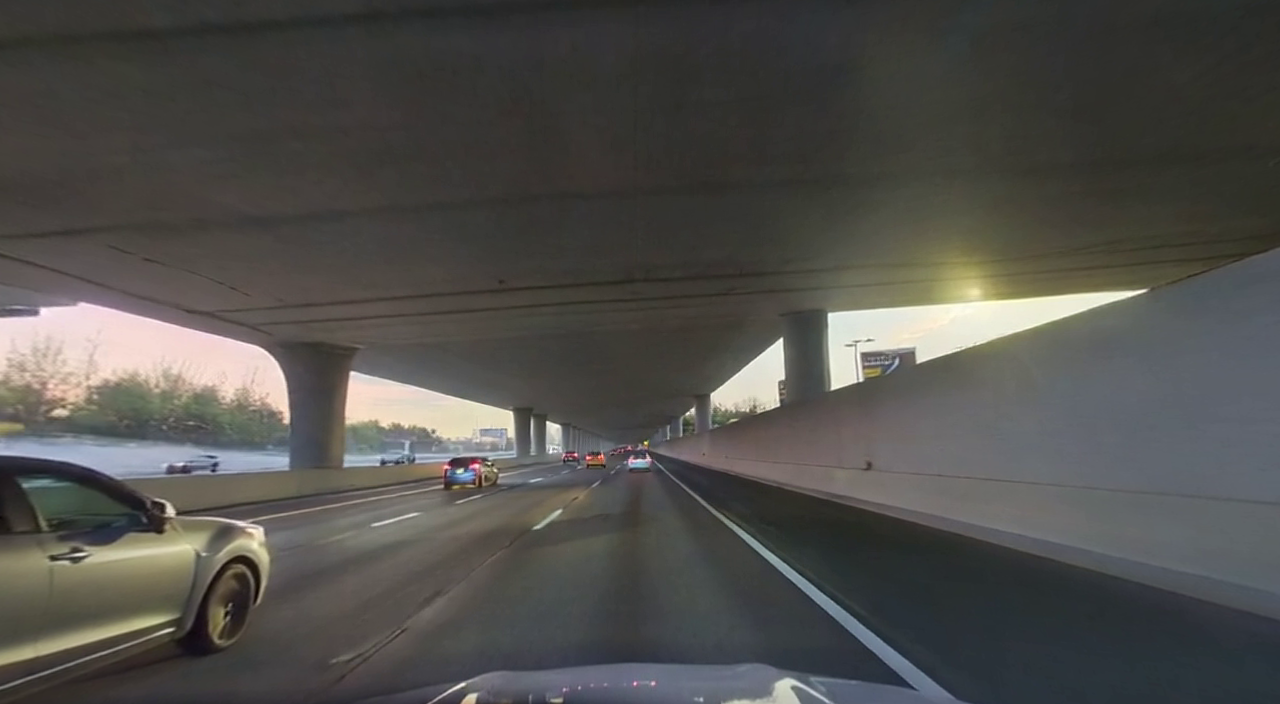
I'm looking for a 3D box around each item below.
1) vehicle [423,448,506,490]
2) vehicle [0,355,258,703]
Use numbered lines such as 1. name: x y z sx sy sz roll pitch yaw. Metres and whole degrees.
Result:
1. vehicle: -7.242 4.852 26.528 1.998 1.542 4.953 0 -9 1
2. vehicle: -3.728 0.804 2.091 2.059 1.725 4.521 0 -9 0
